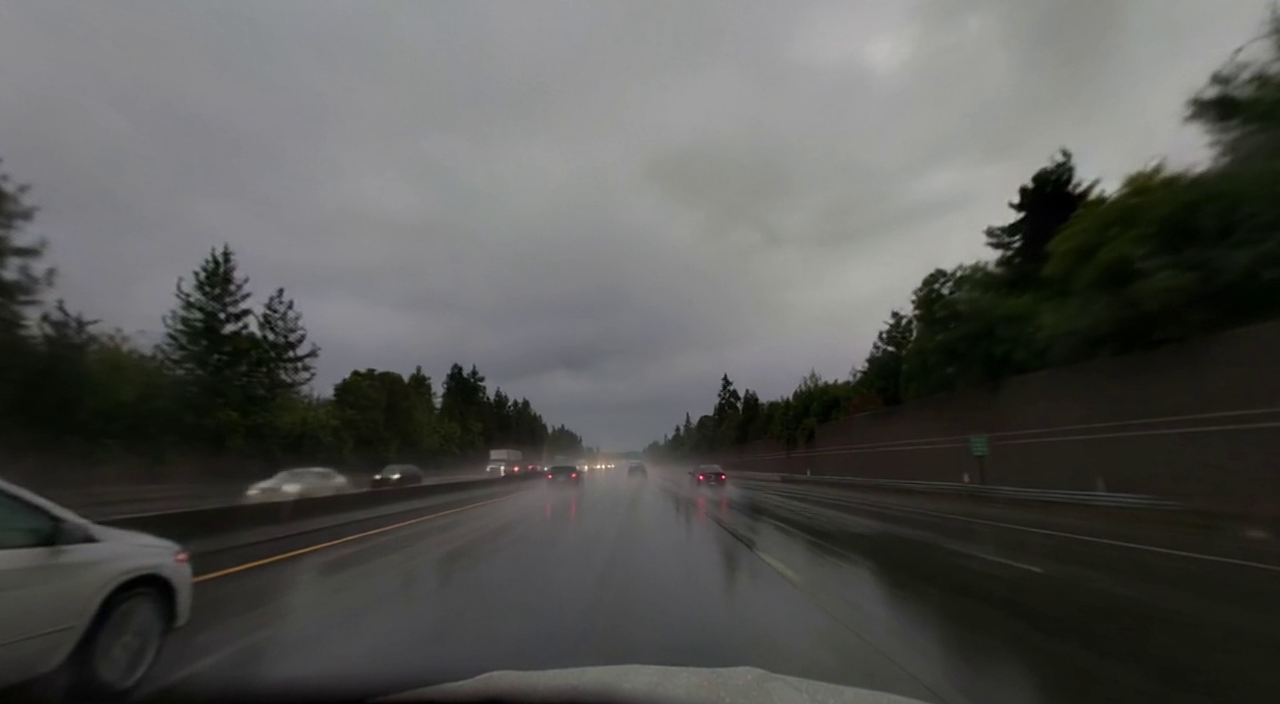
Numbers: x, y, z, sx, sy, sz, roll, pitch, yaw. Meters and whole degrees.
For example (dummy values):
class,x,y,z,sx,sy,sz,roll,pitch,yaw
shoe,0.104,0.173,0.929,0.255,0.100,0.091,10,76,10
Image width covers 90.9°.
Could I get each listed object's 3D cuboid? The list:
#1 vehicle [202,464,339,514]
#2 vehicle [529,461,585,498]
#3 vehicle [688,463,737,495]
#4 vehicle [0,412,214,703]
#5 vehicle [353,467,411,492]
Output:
class,x,y,z,sx,sy,sz,roll,pitch,yaw
vehicle,-12.441,4.638,21.647,1.916,1.493,4.490,0,-10,0
vehicle,-3.640,5.679,28.232,2.000,1.484,3.995,1,-10,-1
vehicle,3.680,6.541,32.704,1.981,1.516,4.109,1,-10,0
vehicle,-3.580,0.751,1.315,2.004,1.468,4.812,1,-10,0
vehicle,-15.645,7.741,38.408,1.895,1.428,3.703,1,-10,0
